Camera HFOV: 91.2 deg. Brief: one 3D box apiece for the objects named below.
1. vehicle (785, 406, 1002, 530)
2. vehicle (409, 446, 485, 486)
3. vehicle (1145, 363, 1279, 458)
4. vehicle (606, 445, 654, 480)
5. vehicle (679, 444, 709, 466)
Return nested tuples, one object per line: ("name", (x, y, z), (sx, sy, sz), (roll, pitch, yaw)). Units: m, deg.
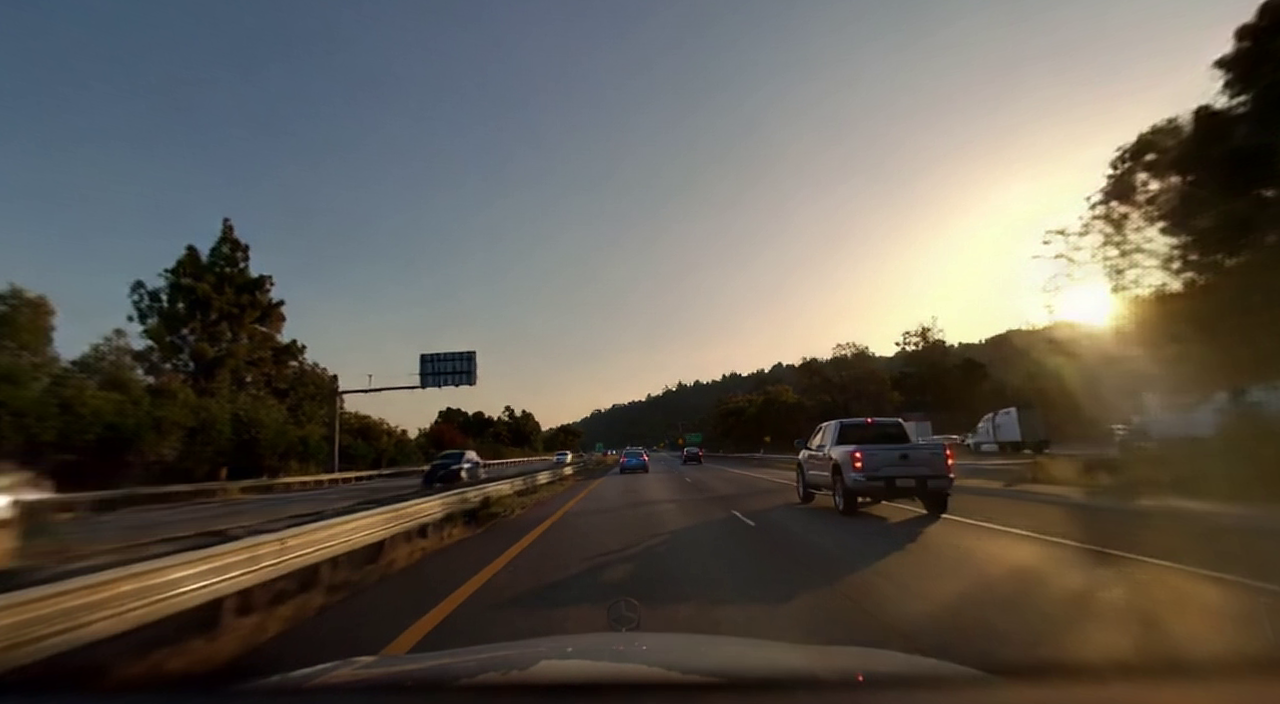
("vehicle", (4.607, 2.218, 12.459), (2.261, 1.952, 4.784), (0, -9, 0))
("vehicle", (-8.708, 5.168, 28.727), (1.995, 1.677, 4.480), (0, -9, 1))
("vehicle", (28.658, 2.557, 27.078), (2.909, 3.998, 13.523), (-1, -9, 2))
("vehicle", (-0.395, 4.977, 28.460), (2.029, 1.483, 3.769), (0, -9, 1))
("vehicle", (4.141, 7.948, 48.432), (1.936, 1.589, 3.915), (0, -9, 0))
